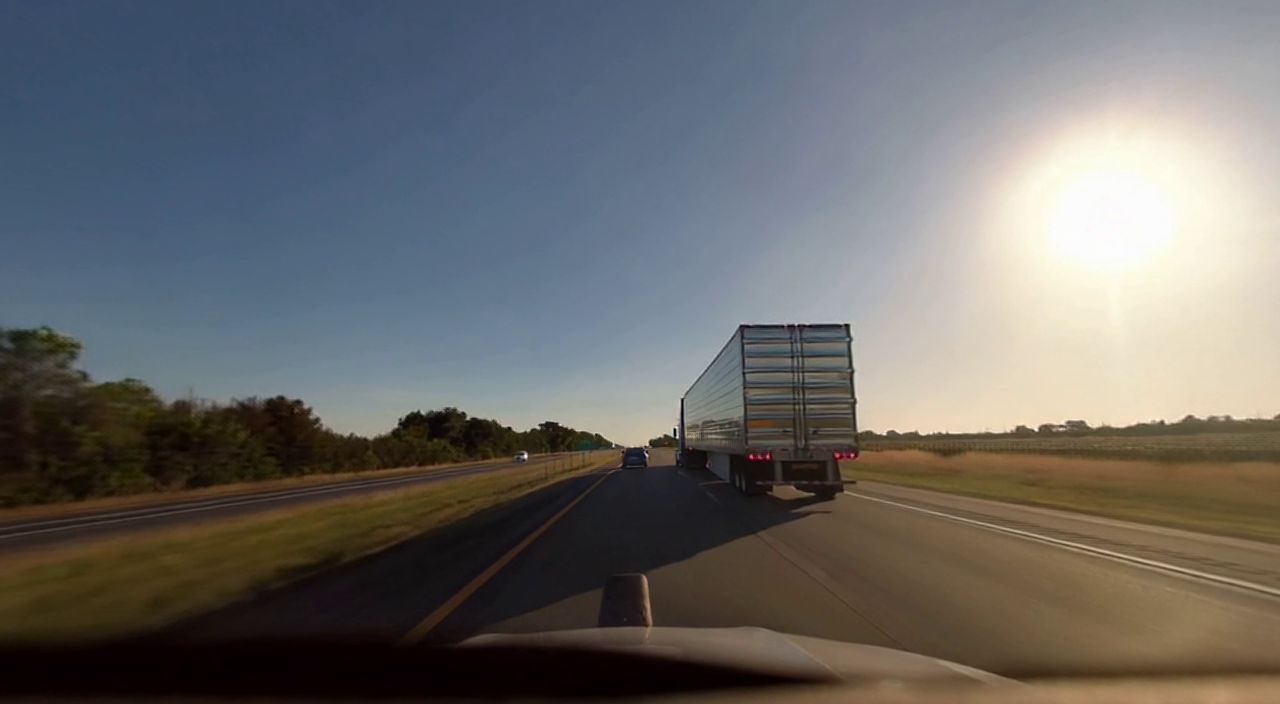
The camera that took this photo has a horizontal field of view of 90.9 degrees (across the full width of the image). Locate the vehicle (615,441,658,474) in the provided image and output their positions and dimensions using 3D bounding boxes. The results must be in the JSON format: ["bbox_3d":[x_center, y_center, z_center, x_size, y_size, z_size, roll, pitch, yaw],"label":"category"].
[{"bbox_3d":[-0.157,5.179,31.161,1.968,1.515,4.025,0,-8,0],"label":"vehicle"}]

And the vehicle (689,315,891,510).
[{"bbox_3d":[3.763,2.419,21.379,2.929,4.158,15.921,0,-8,0],"label":"vehicle"}]
